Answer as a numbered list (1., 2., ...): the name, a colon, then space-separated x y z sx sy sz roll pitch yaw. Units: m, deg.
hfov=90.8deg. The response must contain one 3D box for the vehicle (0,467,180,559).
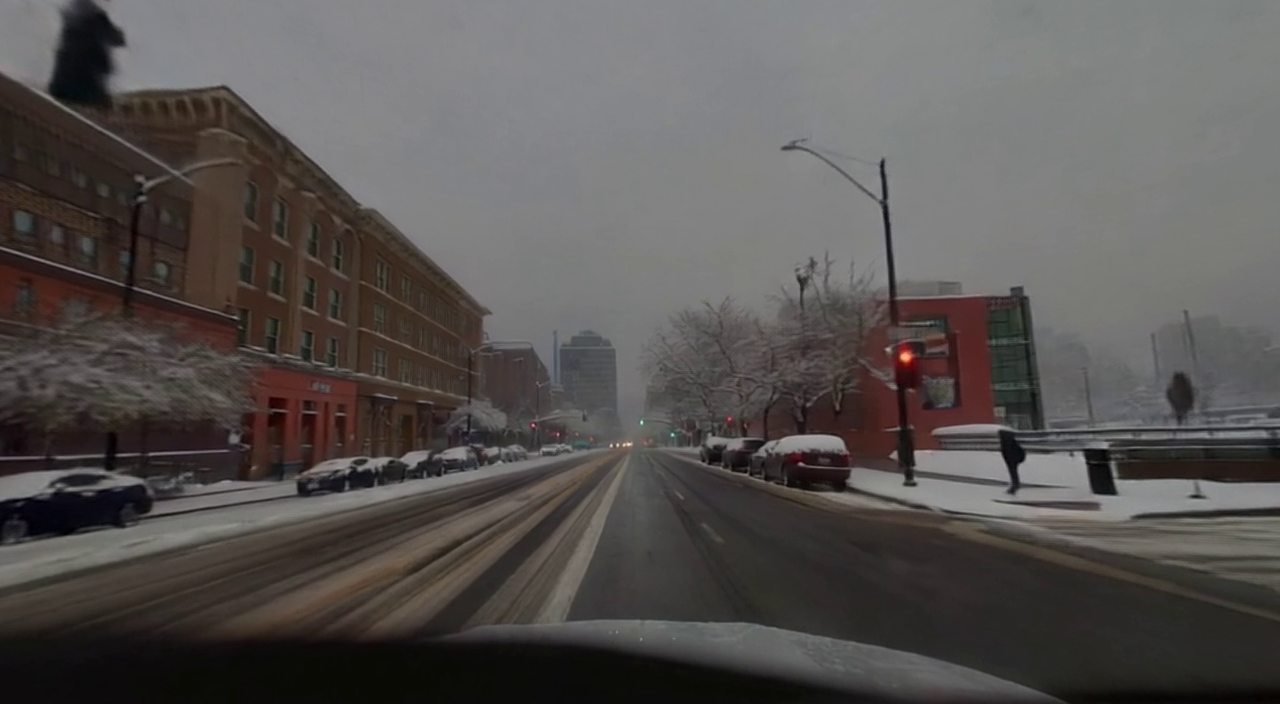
1. vehicle: -12.255 3.252 13.326 1.842 1.461 4.371 0 -8 -1

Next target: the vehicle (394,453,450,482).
1. vehicle: -12.744 6.732 37.162 1.800 1.532 4.110 -1 -8 0

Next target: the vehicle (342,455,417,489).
1. vehicle: -12.799 5.888 31.337 1.927 1.489 4.572 0 -8 -2

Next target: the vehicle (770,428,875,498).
1. vehicle: 5.757 3.567 20.589 2.010 1.943 4.319 -2 -9 -1

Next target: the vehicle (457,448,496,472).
1. vehicle: -12.289 8.130 47.798 1.834 1.643 4.110 -1 -8 1

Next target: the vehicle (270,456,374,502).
1. vehicle: -12.213 4.865 24.596 1.804 1.533 4.121 -1 -8 1

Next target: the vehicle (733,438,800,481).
1. vehicle: 5.745 4.921 29.205 1.991 1.771 4.604 0 -9 -2

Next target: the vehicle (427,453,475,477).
1. vehicle: -12.774 7.630 42.998 1.868 1.418 4.415 -2 -9 1
